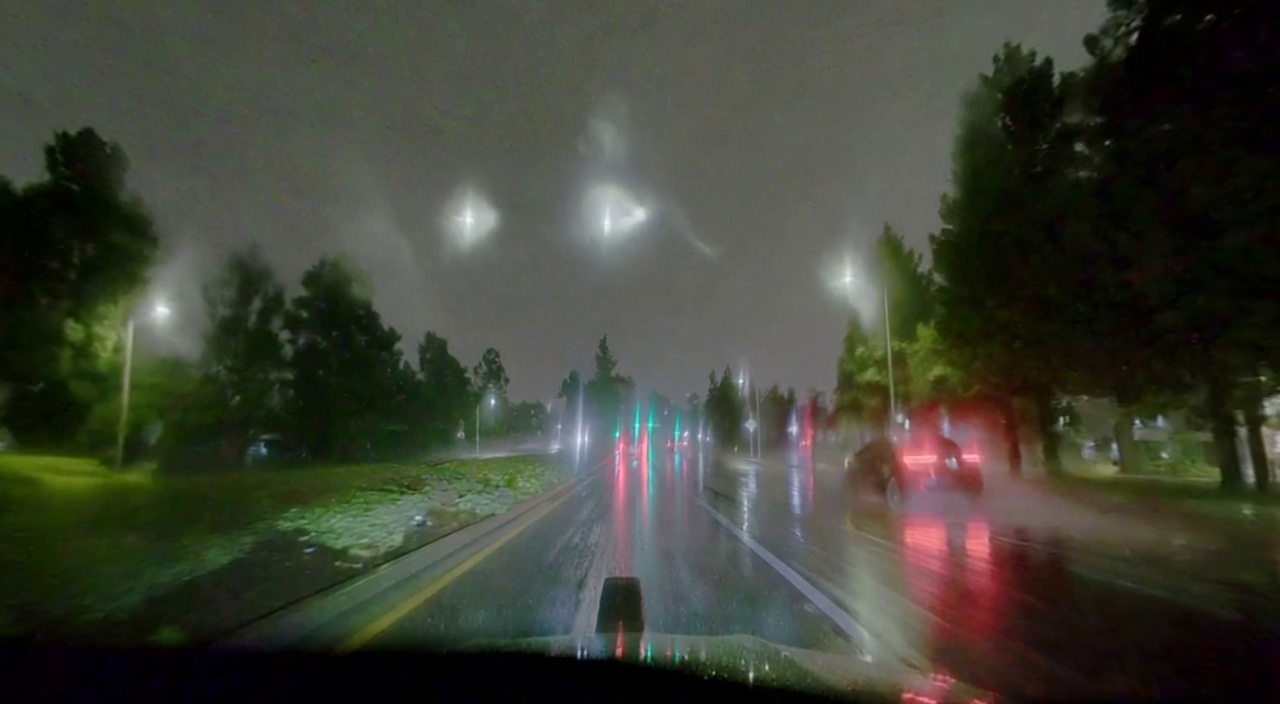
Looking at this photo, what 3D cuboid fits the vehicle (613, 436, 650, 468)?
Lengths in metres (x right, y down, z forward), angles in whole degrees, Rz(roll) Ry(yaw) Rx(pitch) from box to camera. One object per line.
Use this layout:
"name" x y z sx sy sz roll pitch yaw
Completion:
"vehicle" -0.478 6.160 39.012 2.193 1.794 4.457 0 -8 0

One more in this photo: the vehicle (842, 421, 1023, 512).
"vehicle" 6.626 2.643 15.037 2.026 1.804 4.565 0 -8 -1
